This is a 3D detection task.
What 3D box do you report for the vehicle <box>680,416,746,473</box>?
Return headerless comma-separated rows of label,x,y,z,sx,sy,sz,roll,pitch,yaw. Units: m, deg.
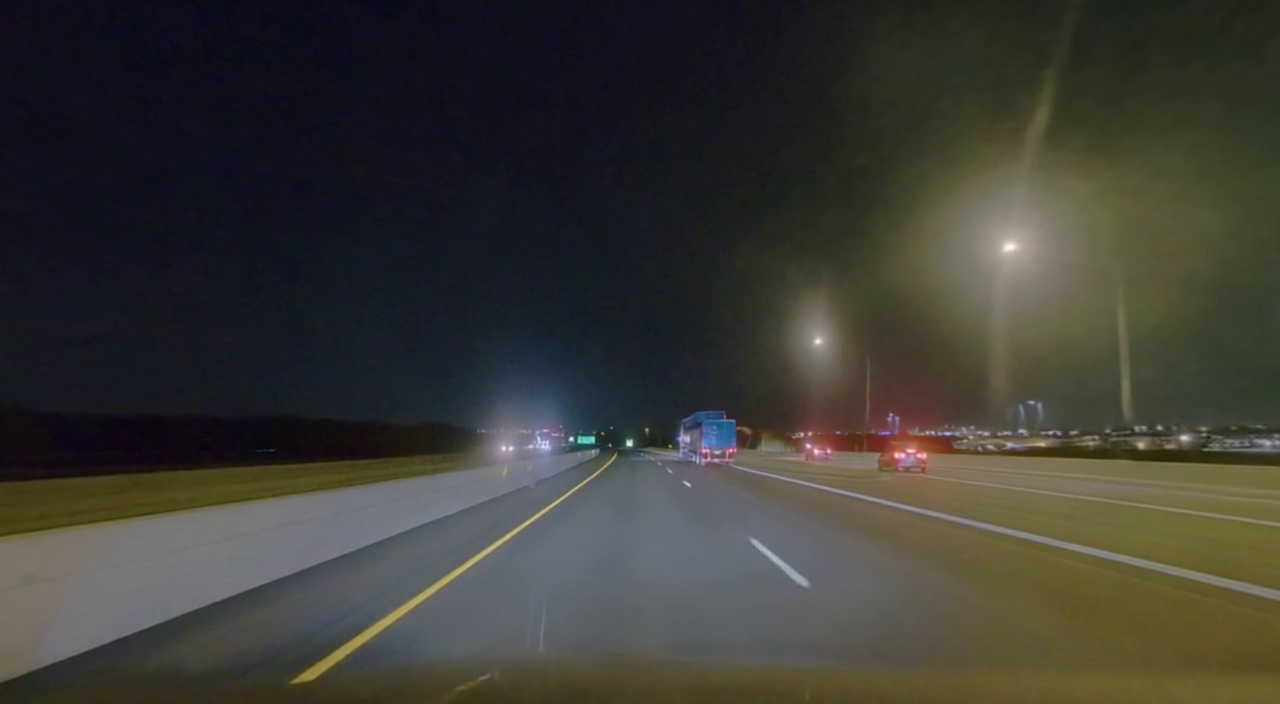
vehicle,3.471,4.604,31.368,2.430,2.495,6.062,0,-8,-1
